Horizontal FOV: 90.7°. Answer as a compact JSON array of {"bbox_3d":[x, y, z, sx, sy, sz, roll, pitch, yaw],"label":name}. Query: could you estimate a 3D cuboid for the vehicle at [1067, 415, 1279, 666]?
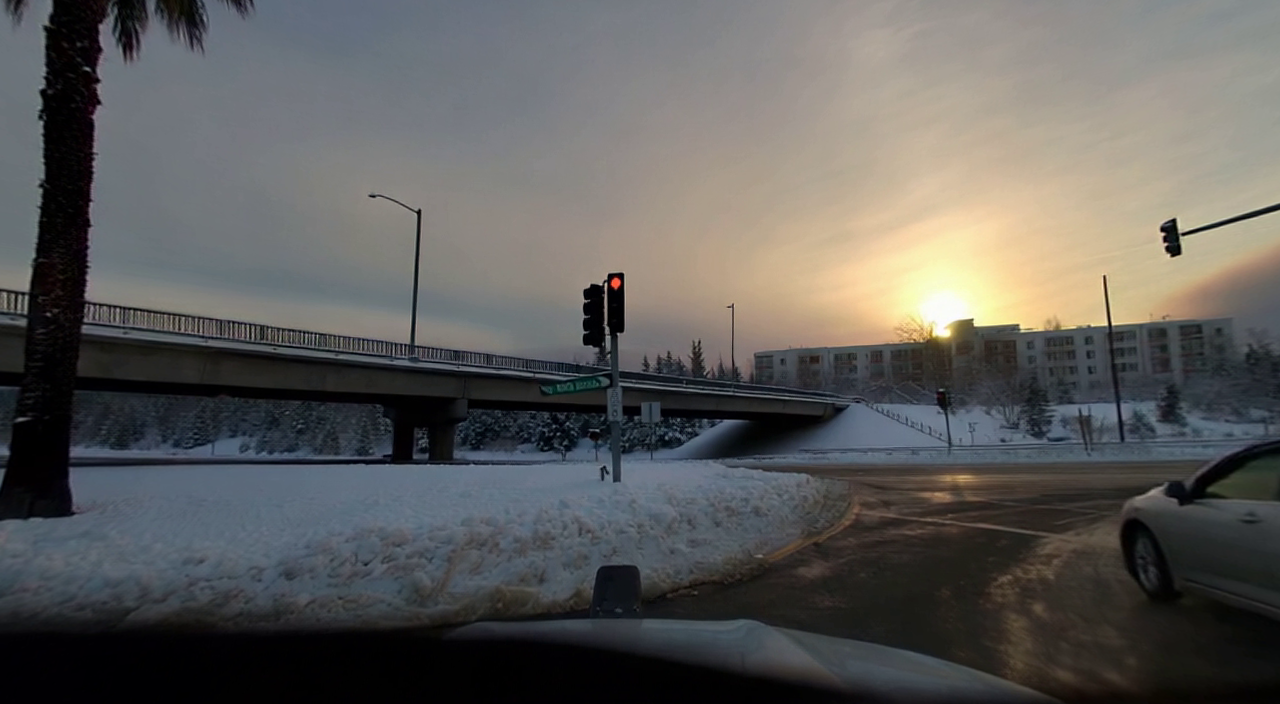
[{"bbox_3d":[4.845,1.152,3.959,1.959,1.485,4.628,-2,-9,13],"label":"vehicle"}]
